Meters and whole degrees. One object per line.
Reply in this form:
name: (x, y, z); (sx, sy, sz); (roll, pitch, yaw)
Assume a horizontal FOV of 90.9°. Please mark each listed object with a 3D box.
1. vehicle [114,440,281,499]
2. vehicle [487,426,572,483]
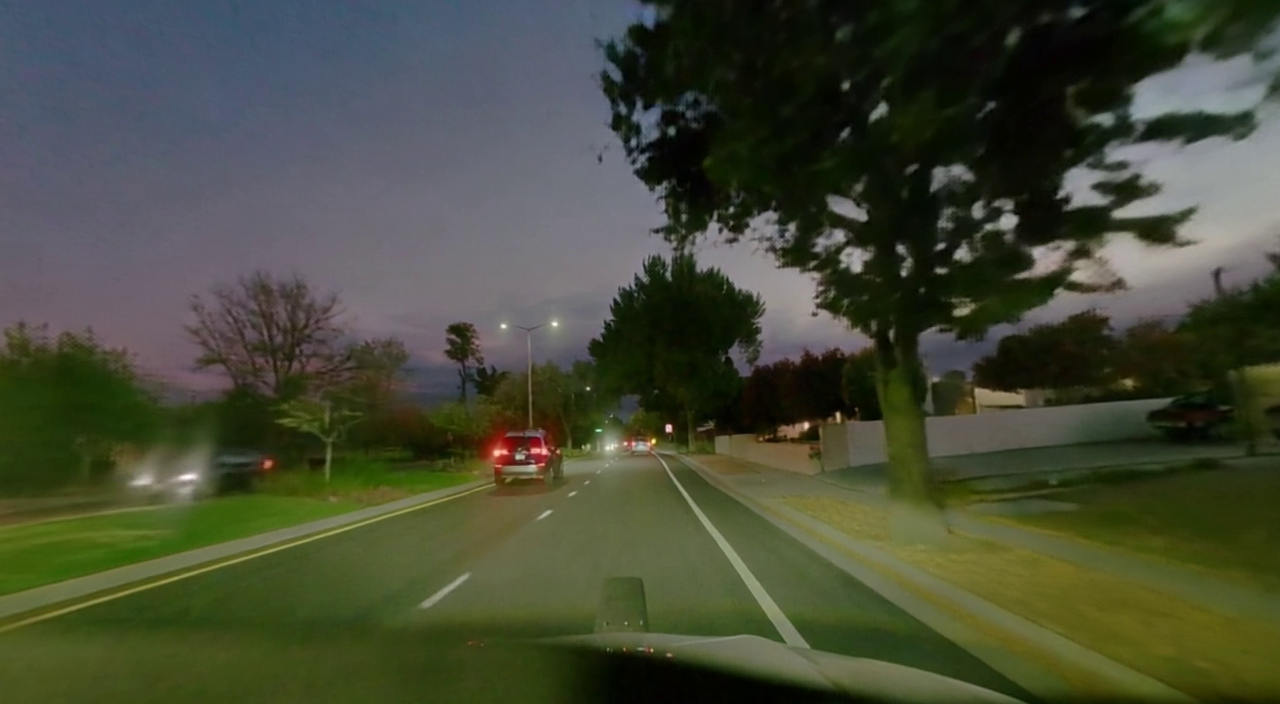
vehicle: (-15.306, 4.047, 22.295); (2.008, 1.801, 5.285); (0, -8, 0)
vehicle: (-3.659, 3.505, 21.788); (2.073, 1.770, 4.302); (0, -8, 1)
